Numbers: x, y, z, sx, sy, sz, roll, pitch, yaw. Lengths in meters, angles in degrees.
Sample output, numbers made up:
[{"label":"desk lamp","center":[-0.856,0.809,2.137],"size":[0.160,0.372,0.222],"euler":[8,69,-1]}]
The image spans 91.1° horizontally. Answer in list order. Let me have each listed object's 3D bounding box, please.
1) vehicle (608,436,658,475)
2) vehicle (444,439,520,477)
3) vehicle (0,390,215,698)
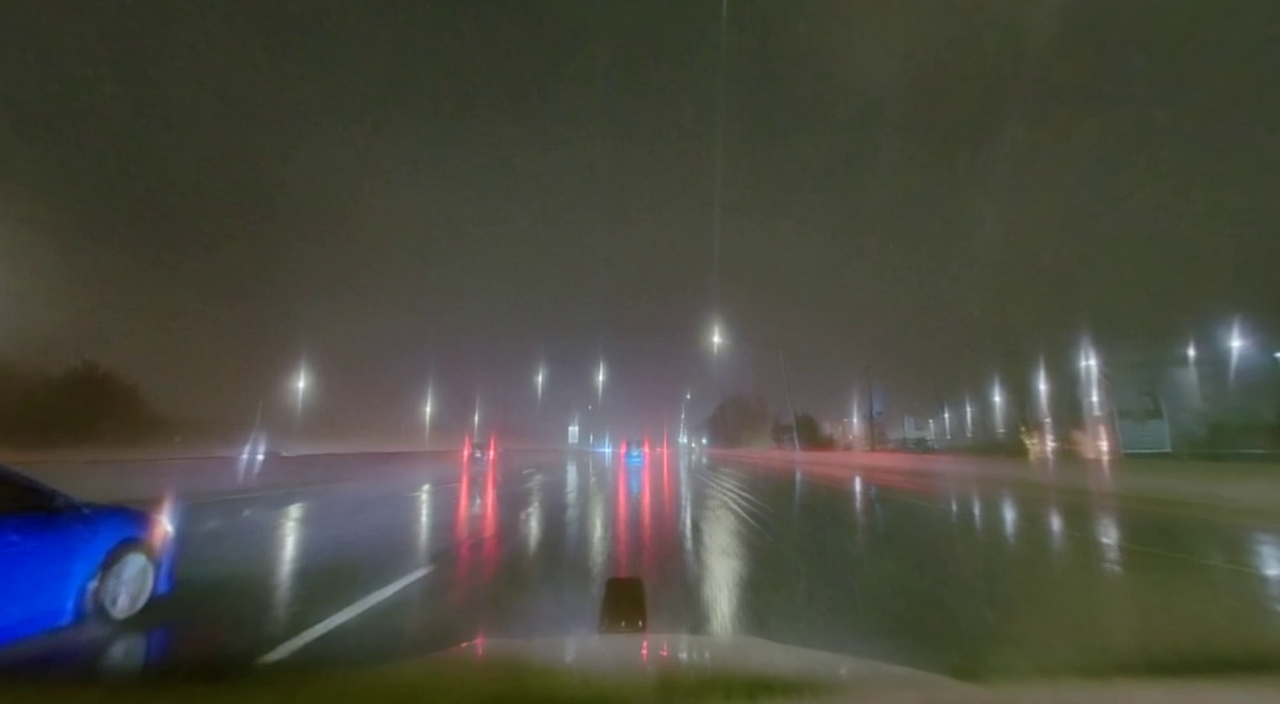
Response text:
[{"label":"vehicle","center":[-0.239,4.807,29.374],"size":[2.155,1.690,4.318],"euler":[0,-9,2]},{"label":"vehicle","center":[-6.840,4.650,27.799],"size":[1.994,1.519,4.668],"euler":[0,-9,2]},{"label":"vehicle","center":[-4.455,0.906,2.612],"size":[2.124,1.607,4.531],"euler":[0,-9,1]}]
